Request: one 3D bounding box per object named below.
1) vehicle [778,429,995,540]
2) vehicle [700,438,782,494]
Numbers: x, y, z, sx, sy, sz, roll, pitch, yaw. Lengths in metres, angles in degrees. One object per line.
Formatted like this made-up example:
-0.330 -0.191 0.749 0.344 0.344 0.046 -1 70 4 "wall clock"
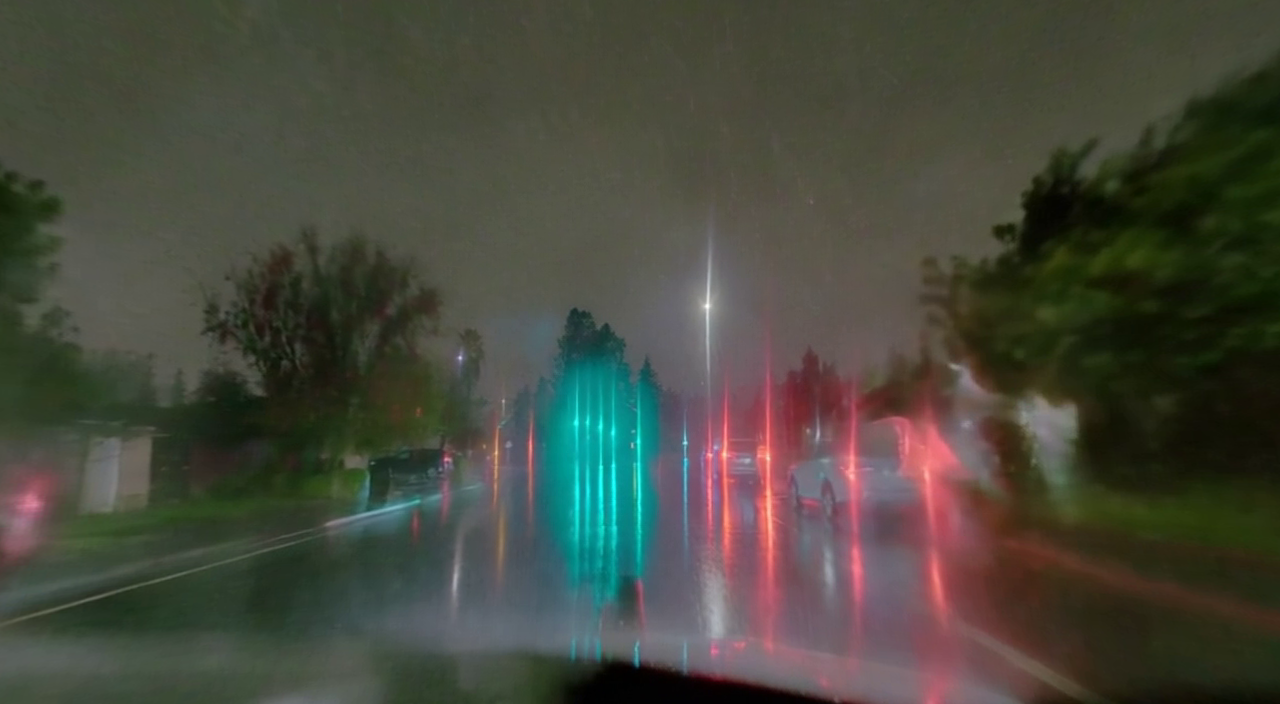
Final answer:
4.084 2.271 11.537 2.043 1.585 4.687 0 -8 0 "vehicle"
3.156 3.661 20.715 2.037 1.595 4.536 0 -8 1 "vehicle"
